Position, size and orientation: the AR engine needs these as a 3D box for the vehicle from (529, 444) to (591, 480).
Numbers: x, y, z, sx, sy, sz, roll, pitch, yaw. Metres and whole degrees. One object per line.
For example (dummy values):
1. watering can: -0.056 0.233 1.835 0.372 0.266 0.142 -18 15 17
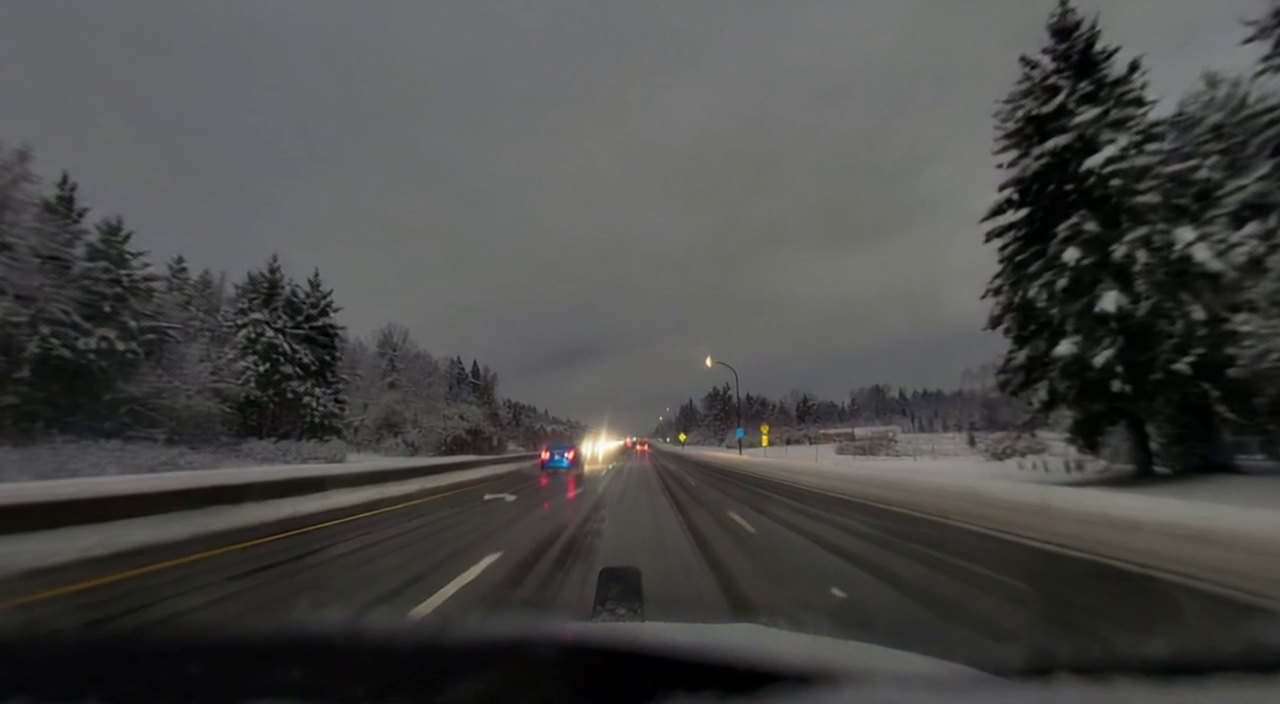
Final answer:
1. vehicle: -3.556 5.015 28.945 2.162 1.493 4.583 0 -9 1
